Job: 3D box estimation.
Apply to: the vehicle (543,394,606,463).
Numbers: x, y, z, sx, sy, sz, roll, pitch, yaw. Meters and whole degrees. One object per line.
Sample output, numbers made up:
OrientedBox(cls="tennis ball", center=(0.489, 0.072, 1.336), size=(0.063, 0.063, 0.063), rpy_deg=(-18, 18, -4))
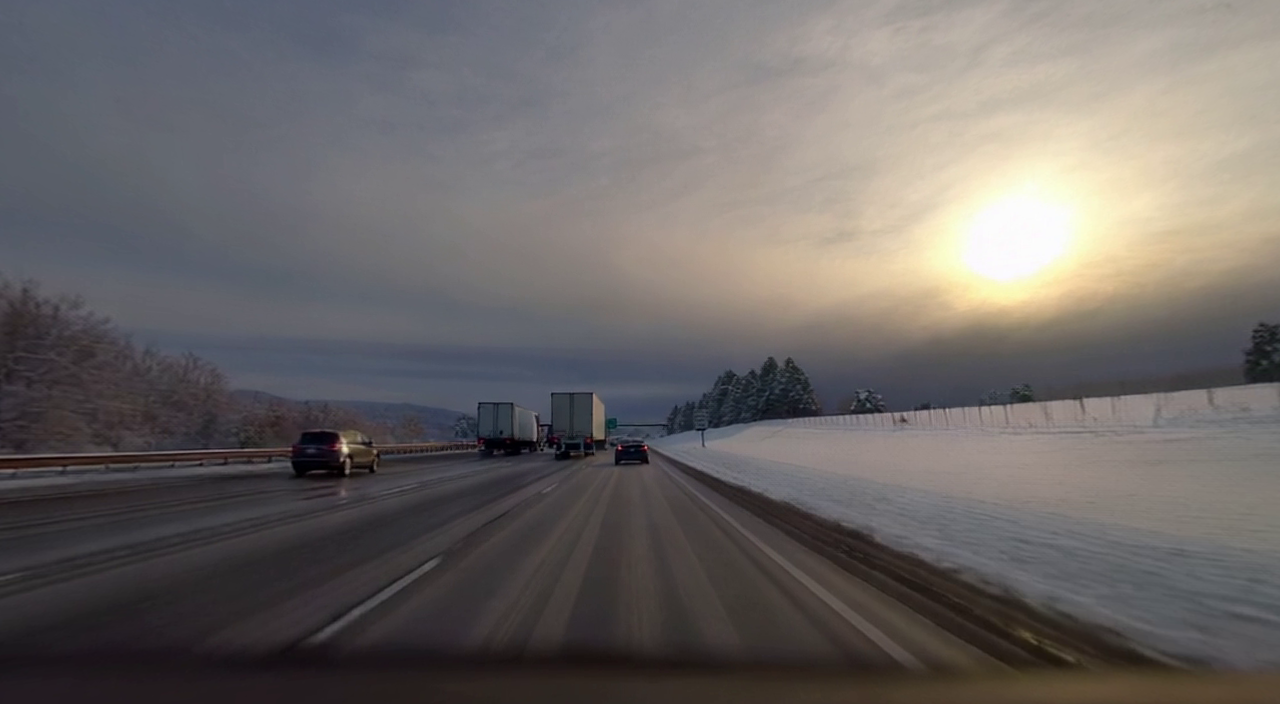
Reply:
OrientedBox(cls="vehicle", center=(-4.312, 5.741, 45.886), size=(3.475, 4.037, 17.454), rpy_deg=(0, -8, -2))

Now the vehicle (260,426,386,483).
OrientedBox(cls="vehicle", center=(-11.369, 3.686, 23.041), size=(2.153, 1.841, 4.790), rpy_deg=(0, -8, -1))

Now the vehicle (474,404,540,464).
OrientedBox(cls="vehicle", center=(-8.191, 5.213, 39.673), size=(2.728, 3.405, 7.096), rpy_deg=(0, -8, -2))

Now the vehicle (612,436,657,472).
OrientedBox(cls="vehicle", center=(-0.305, 4.489, 27.960), size=(1.891, 1.477, 3.599), rpy_deg=(0, -8, -2))
